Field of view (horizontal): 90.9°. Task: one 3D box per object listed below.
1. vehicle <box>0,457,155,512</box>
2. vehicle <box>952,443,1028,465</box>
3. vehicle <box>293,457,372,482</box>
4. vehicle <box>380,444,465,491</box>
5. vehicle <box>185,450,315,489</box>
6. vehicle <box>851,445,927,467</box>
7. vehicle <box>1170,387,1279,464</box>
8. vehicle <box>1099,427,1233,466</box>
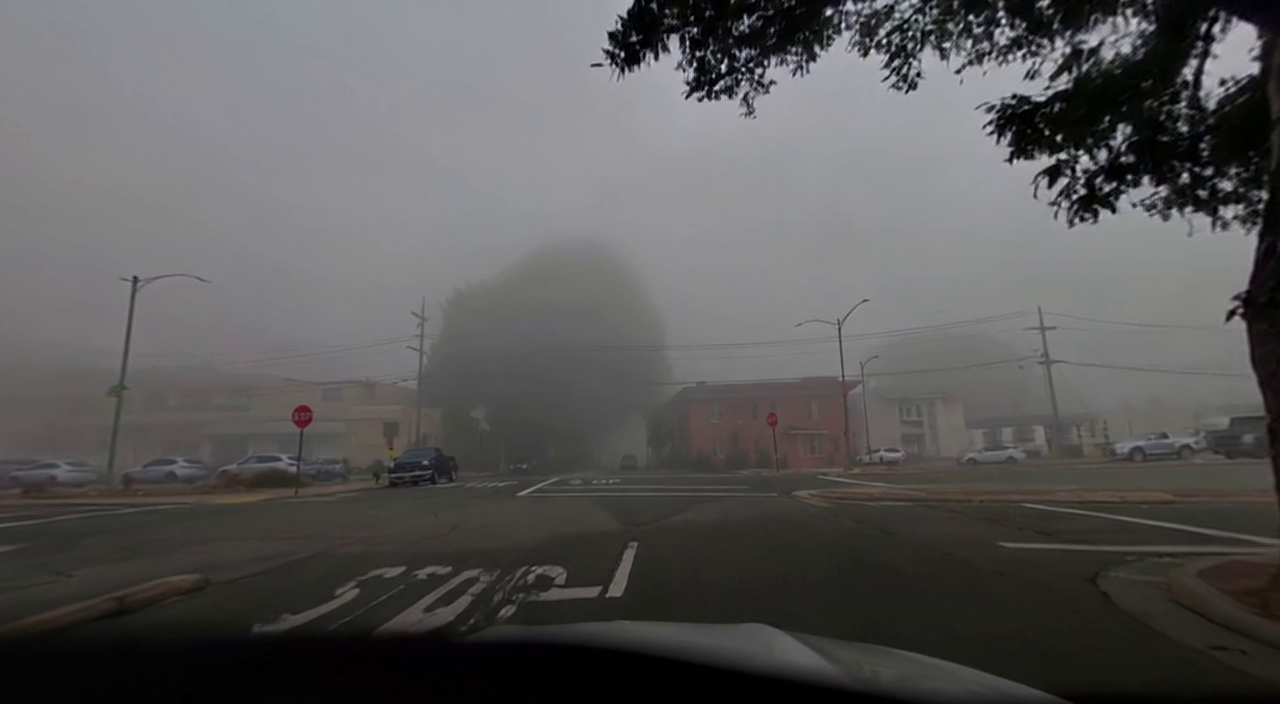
[{"bbox_3d":[-16.739,3.762,18.114,4.233,1.432,1.755,-1,-9,5],"label":"vehicle"},{"bbox_3d":[25.087,7.285,45.195,4.323,1.507,1.896,0,-8,-4],"label":"vehicle"},{"bbox_3d":[-20.521,7.841,42.196,4.277,1.527,1.987,0,-8,-3],"label":"vehicle"},{"bbox_3d":[-8.874,4.693,26.212,2.156,1.620,4.945,0,-7,-5],"label":"vehicle"},{"bbox_3d":[-17.984,5.397,29.281,2.010,1.583,4.582,-6,-10,34],"label":"vehicle"},{"bbox_3d":[17.625,7.369,44.677,4.528,1.458,1.939,1,-7,-5],"label":"vehicle"},{"bbox_3d":[32.959,3.726,31.472,10.986,3.604,2.707,1,-10,-6],"label":"vehicle"},{"bbox_3d":[28.679,5.121,34.482,5.277,2.032,2.408,1,-7,-4],"label":"vehicle"}]
